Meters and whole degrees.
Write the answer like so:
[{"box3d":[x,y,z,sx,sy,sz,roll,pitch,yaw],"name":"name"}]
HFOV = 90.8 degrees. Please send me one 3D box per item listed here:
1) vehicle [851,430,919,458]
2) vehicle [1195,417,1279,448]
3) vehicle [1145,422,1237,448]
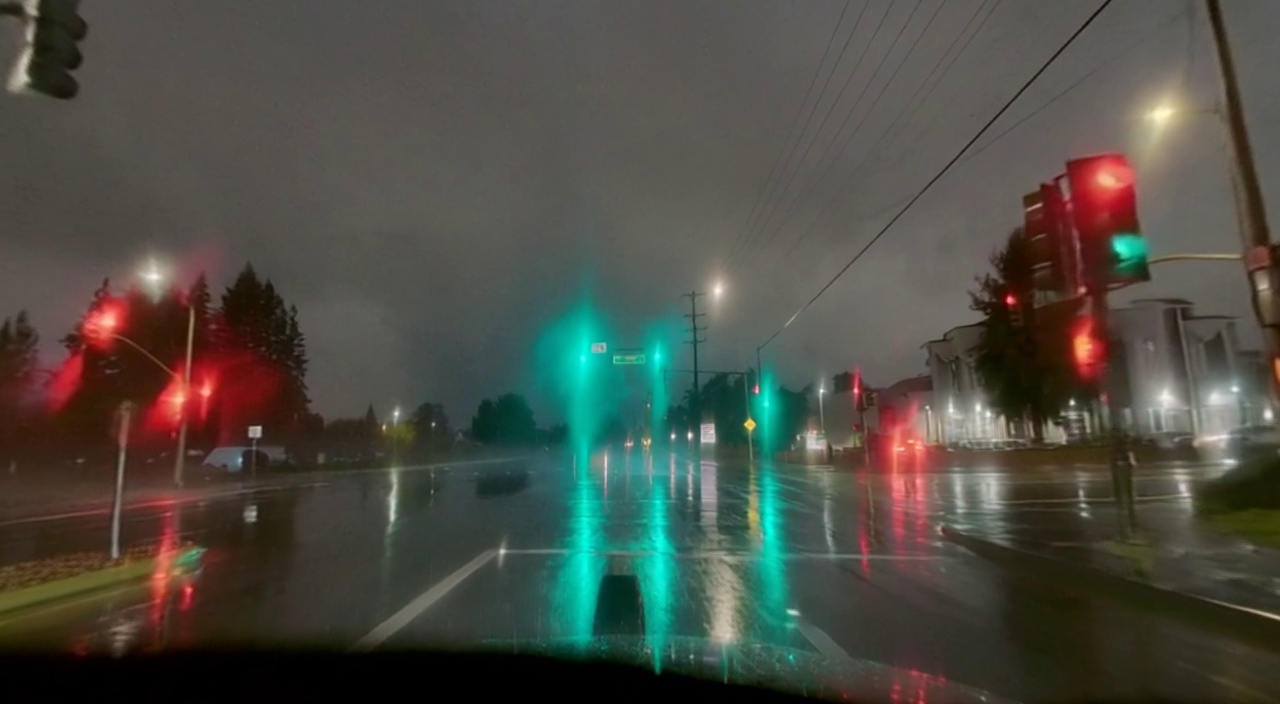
[{"box3d":[14.977,5.697,38.911,1.959,1.471,4.570,-4,-8,-4],"name":"vehicle"},{"box3d":[37.115,4.955,38.693,1.916,1.619,4.524,-4,-9,-3],"name":"vehicle"},{"box3d":[34.118,5.189,39.283,1.832,1.521,4.266,0,-9,0],"name":"vehicle"}]
